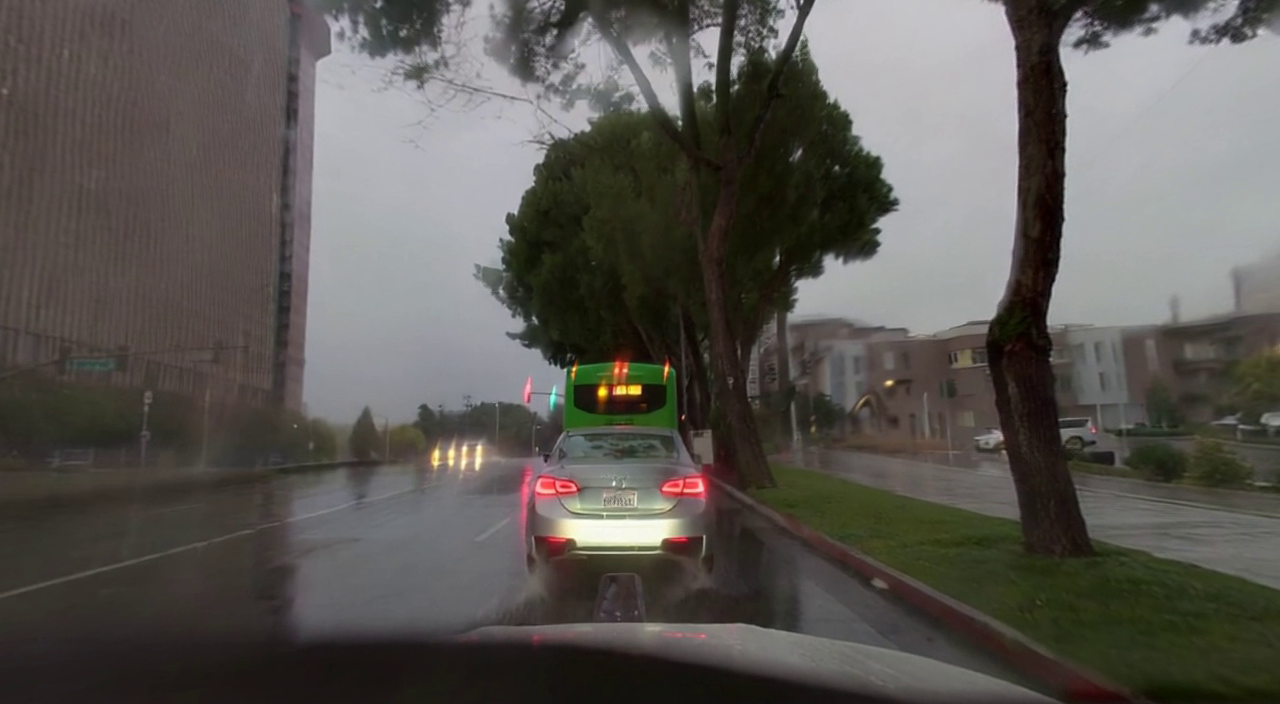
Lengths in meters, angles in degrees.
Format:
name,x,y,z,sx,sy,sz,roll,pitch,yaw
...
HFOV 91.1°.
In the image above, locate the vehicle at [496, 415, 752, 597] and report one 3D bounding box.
name,x,y,z,sx,sy,sz,roll,pitch,yaw
vehicle,-0.181,1.508,7.109,2.064,1.452,3.942,0,-8,-2
